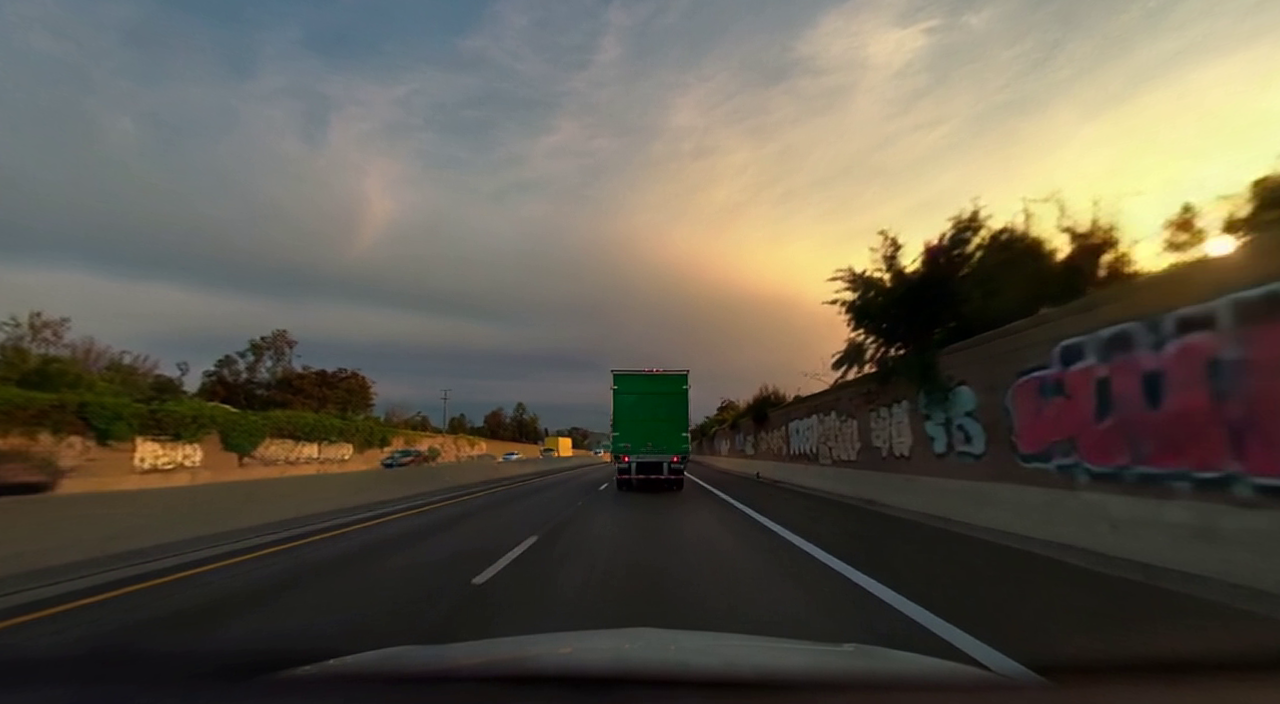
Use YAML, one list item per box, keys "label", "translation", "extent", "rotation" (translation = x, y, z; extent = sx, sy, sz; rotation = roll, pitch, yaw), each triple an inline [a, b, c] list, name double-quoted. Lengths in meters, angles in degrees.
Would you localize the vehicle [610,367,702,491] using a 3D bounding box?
- label: "vehicle"
  translation: [0.409, 3.232, 25.169]
  extent: [2.900, 3.955, 10.151]
  rotation: [0, -9, -1]
